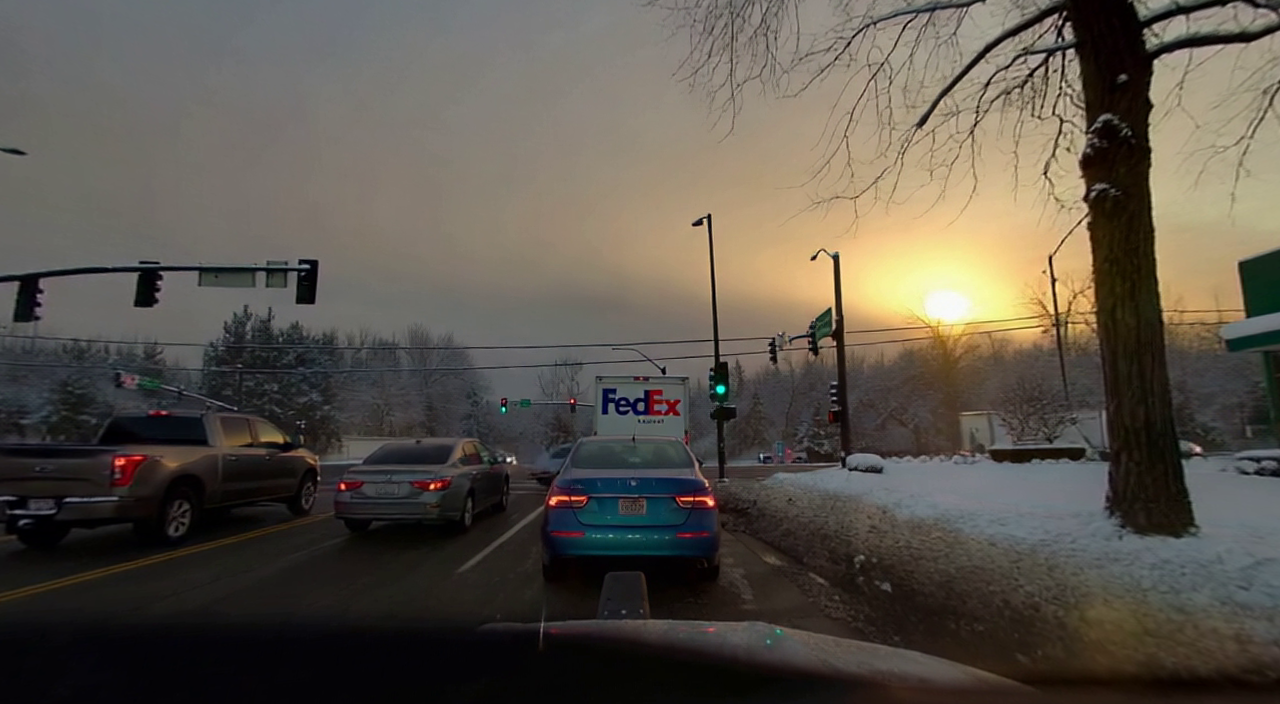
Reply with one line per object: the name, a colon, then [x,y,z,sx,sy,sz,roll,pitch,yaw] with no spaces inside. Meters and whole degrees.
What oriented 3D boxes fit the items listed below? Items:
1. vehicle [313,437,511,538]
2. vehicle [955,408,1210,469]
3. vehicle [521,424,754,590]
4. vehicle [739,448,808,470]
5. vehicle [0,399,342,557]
vehicle: [-3.867,2.364,11.637,1.949,1.487,4.390,0,-9,1]
vehicle: [25.908,5.158,37.150,12.889,3.380,3.345,1,-9,-4]
vehicle: [-0.029,1.760,8.017,2.145,1.513,4.269,0,-9,0]
vehicle: [10.255,8.230,48.347,4.805,1.498,1.889,0,-7,-5]
vehicle: [-7.285,1.926,10.392,2.125,1.893,5.498,0,-9,-2]
